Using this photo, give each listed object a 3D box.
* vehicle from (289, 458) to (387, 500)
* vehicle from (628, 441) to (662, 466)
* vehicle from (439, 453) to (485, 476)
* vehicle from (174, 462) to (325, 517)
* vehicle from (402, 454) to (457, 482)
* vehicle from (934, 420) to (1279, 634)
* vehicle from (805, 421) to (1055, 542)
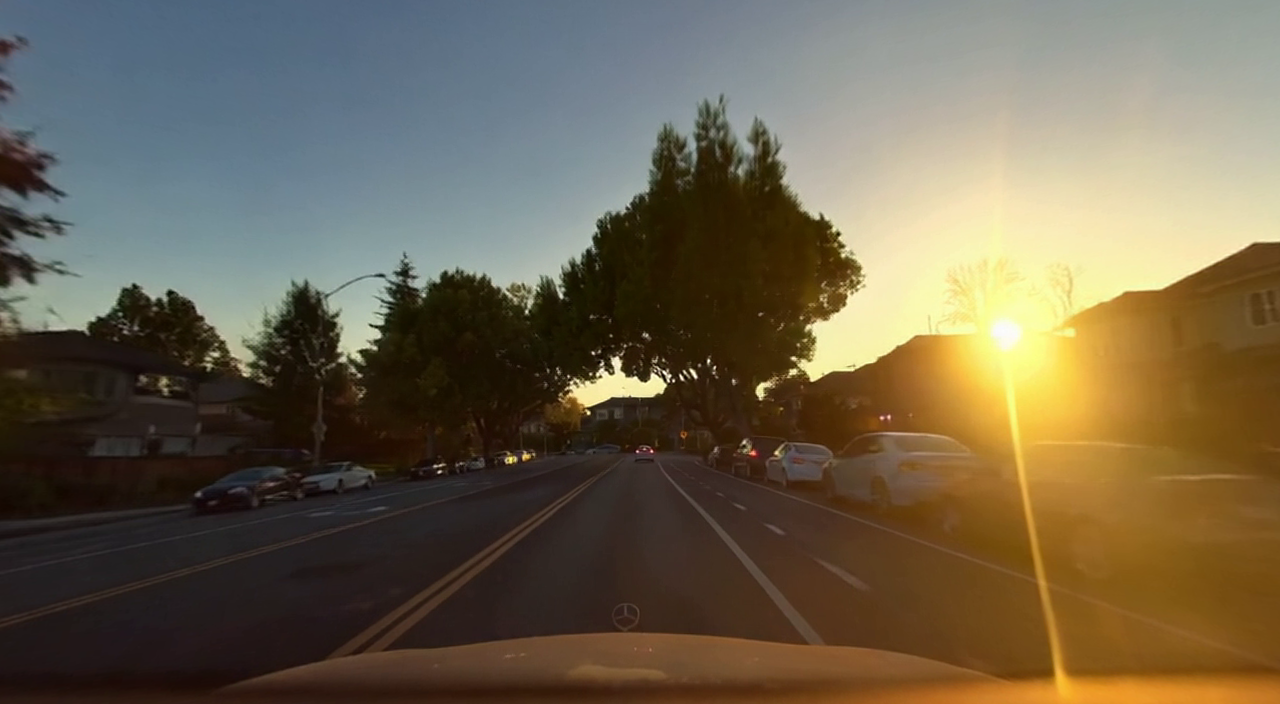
[{"bbox_3d":[-12.384,5.199,26.287,1.853,1.497,4.527,0,-9,0],"label":"vehicle"},{"bbox_3d":[0.286,6.382,39.845,2.022,1.471,3.973,0,-9,-1],"label":"vehicle"},{"bbox_3d":[-12.308,7.804,43.939,1.916,1.463,4.564,0,-9,-1],"label":"vehicle"},{"bbox_3d":[-12.662,4.449,20.942,1.969,1.490,4.675,0,-9,1],"label":"vehicle"},{"bbox_3d":[-12.555,6.946,37.997,1.877,1.505,4.125,0,-9,0],"label":"vehicle"},{"bbox_3d":[5.080,1.543,6.615,1.875,1.467,4.332,0,-9,-1],"label":"vehicle"},{"bbox_3d":[5.017,2.277,12.011,2.217,1.775,4.960,0,-8,-2],"label":"vehicle"}]
